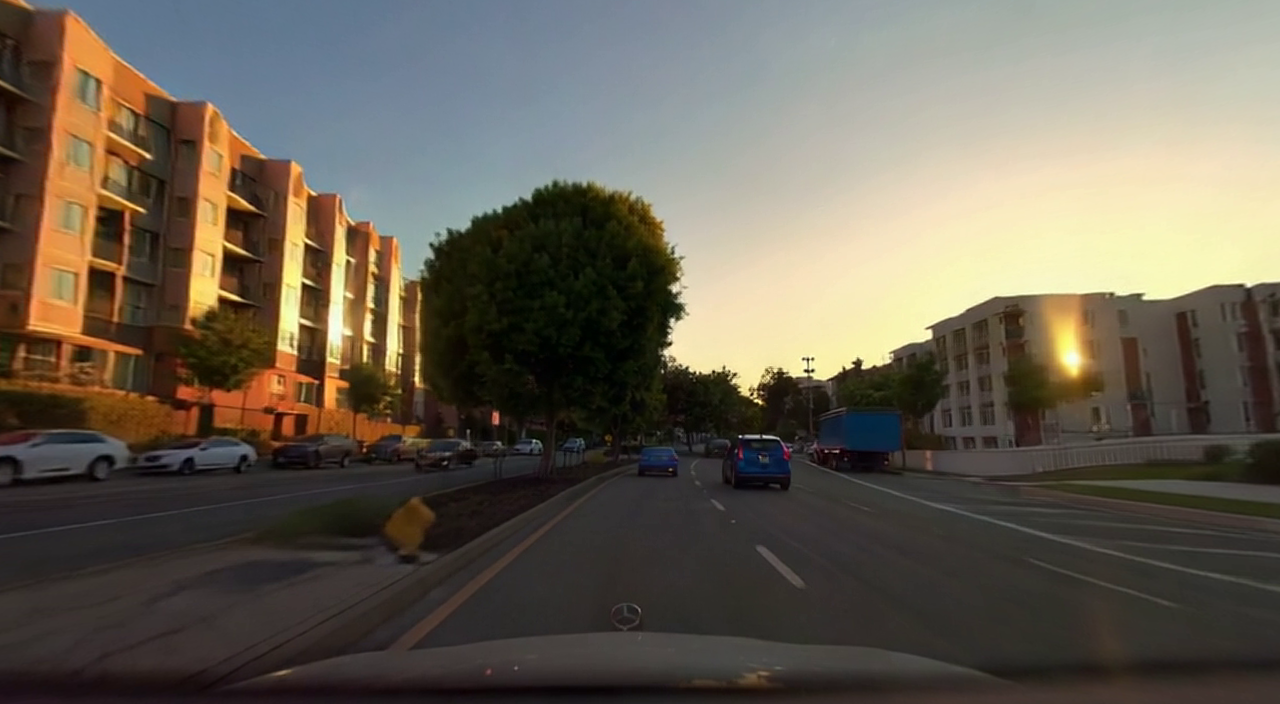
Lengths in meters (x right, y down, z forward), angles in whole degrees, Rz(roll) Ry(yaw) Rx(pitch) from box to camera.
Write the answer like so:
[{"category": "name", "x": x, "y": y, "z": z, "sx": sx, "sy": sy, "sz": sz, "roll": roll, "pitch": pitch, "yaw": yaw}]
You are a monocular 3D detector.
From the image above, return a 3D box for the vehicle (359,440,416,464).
[{"category": "vehicle", "x": -17.045, "y": 6.828, "z": 42.937, "sx": 1.845, "sy": 1.512, "sz": 4.316, "roll": -2, "pitch": -10, "yaw": 4}]

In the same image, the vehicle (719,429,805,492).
[{"category": "vehicle", "x": 3.835, "y": 3.495, "z": 20.678, "sx": 2.033, "sy": 1.823, "sz": 4.409, "roll": 0, "pitch": -9, "yaw": 1}]

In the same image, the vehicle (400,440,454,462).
[{"category": "vehicle", "x": -16.362, "y": 7.678, "z": 48.783, "sx": 1.951, "sy": 1.513, "sz": 5.107, "roll": -3, "pitch": -10, "yaw": 6}]

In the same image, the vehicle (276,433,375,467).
[{"category": "vehicle", "x": -17.609, "y": 5.619, "z": 35.818, "sx": 2.272, "sy": 1.746, "sz": 5.914, "roll": -1, "pitch": -11, "yaw": 4}]

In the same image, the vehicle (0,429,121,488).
[{"category": "vehicle", "x": -18.684, "y": 3.204, "z": 19.062, "sx": 2.010, "sy": 1.609, "sz": 4.549, "roll": -1, "pitch": -9, "yaw": 2}]

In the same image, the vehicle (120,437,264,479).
[{"category": "vehicle", "x": -18.008, "y": 4.334, "z": 25.770, "sx": 2.008, "sy": 1.487, "sz": 5.078, "roll": -2, "pitch": -10, "yaw": 2}]

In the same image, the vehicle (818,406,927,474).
[{"category": "vehicle", "x": 12.220, "y": 4.783, "z": 34.045, "sx": 3.705, "sy": 3.221, "sz": 6.779, "roll": -1, "pitch": -9, "yaw": 5}]

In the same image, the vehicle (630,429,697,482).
[{"category": "vehicle", "x": 0.964, "y": 4.041, "z": 24.923, "sx": 2.345, "sy": 1.841, "sz": 5.032, "roll": 0, "pitch": -9, "yaw": 3}]
